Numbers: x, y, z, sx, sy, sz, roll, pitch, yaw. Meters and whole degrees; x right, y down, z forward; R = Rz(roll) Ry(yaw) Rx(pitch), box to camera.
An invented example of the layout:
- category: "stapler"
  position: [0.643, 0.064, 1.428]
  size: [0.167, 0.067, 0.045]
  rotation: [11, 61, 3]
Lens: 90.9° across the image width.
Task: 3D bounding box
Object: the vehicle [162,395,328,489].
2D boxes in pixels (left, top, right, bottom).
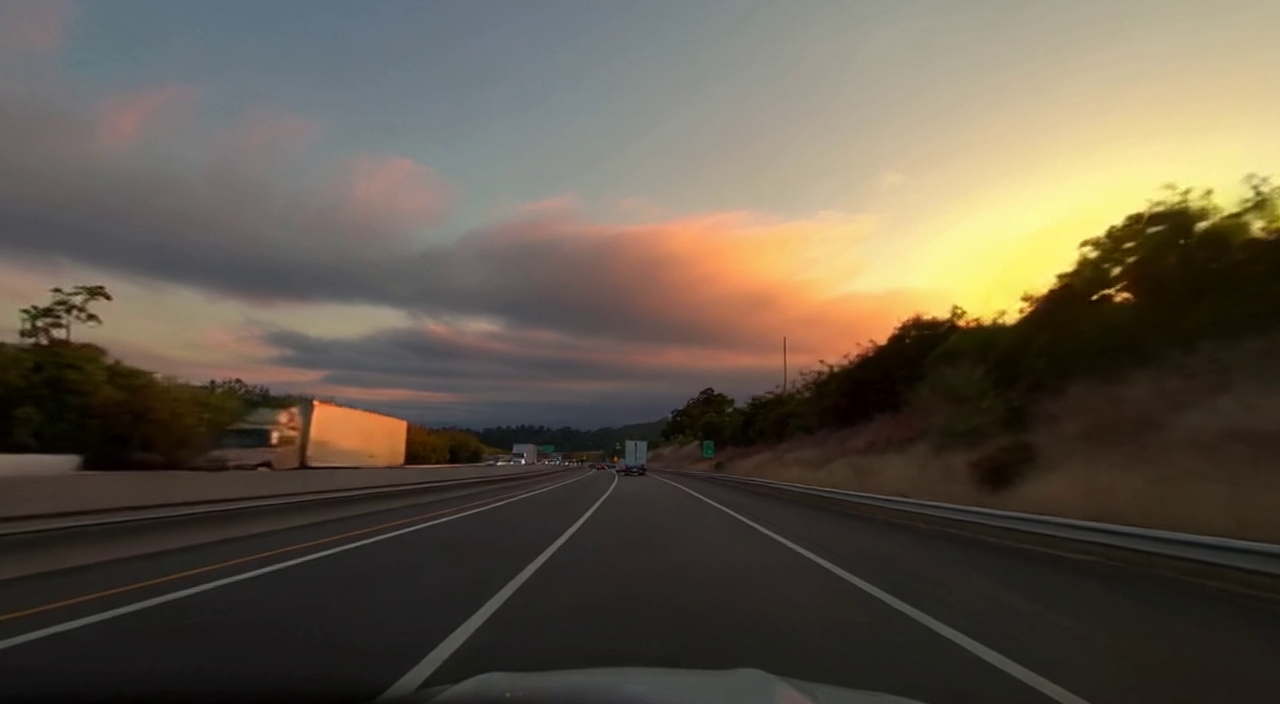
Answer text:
- category: "vehicle"
  position: [-16.606, 3.983, 27.146]
  size: [3.088, 3.528, 5.922]
  rotation: [1, -11, 0]
